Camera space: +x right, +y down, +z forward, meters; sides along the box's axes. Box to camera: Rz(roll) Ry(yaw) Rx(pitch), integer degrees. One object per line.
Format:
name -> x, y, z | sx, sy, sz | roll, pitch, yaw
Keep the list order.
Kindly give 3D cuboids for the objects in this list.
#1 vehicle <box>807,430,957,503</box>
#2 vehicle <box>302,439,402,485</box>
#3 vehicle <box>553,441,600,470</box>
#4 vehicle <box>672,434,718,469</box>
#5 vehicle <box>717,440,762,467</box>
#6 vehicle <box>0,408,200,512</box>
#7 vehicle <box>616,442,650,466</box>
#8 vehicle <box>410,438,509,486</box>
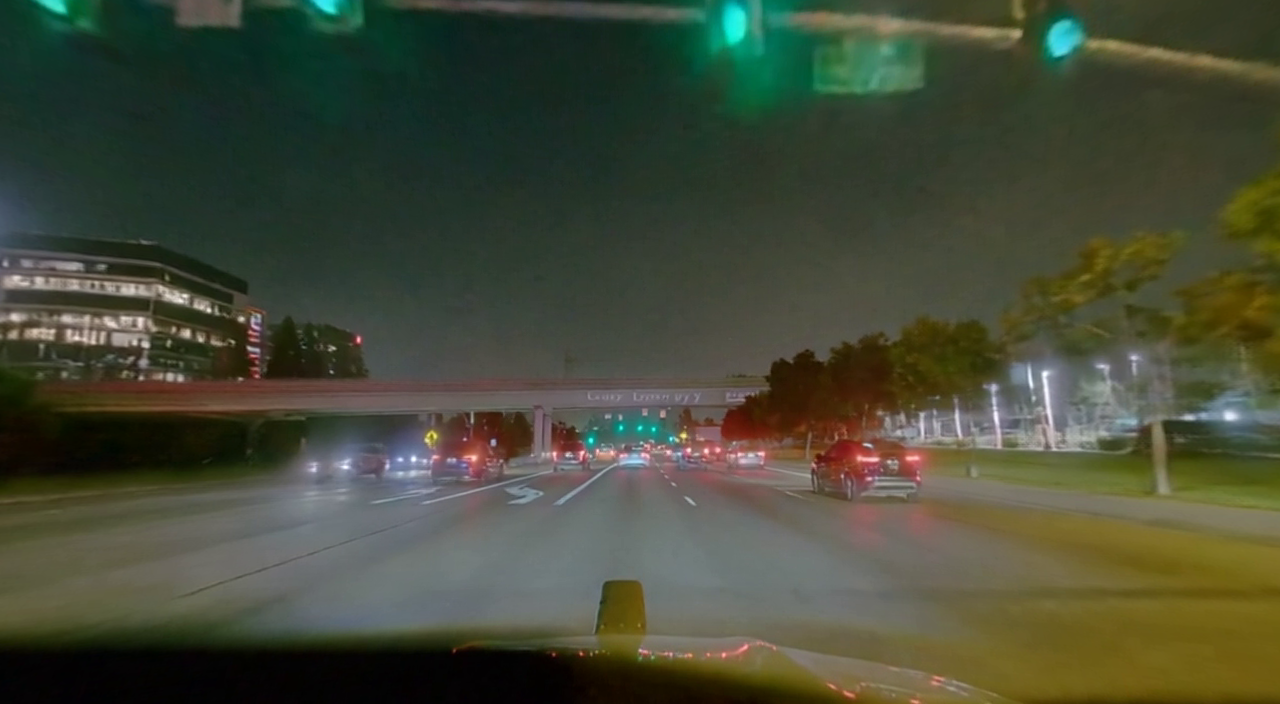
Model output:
vehicle -> 6.045, 2.909, 16.397 | 2.056, 1.624, 4.498 | 0, -8, -1
vehicle -> -11.775, 4.502, 26.037 | 1.993, 1.718, 4.396 | 0, -8, 0
vehicle -> -3.351, 5.567, 33.884 | 2.041, 1.466, 4.212 | 0, -8, 1
vehicle -> 2.939, 5.440, 34.491 | 2.034, 1.762, 4.420 | 0, -8, -1
vehicle -> 6.048, 6.242, 38.695 | 1.924, 1.527, 4.268 | 0, -8, -2
vehicle -> -19.167, 3.374, 19.971 | 3.019, 2.822, 10.028 | 0, -8, 1
vehicle -> -0.411, 6.410, 39.603 | 2.026, 1.453, 3.780 | 0, -8, 0
vehicle -> -6.082, 3.740, 21.750 | 2.070, 1.488, 4.376 | 0, -8, 1
